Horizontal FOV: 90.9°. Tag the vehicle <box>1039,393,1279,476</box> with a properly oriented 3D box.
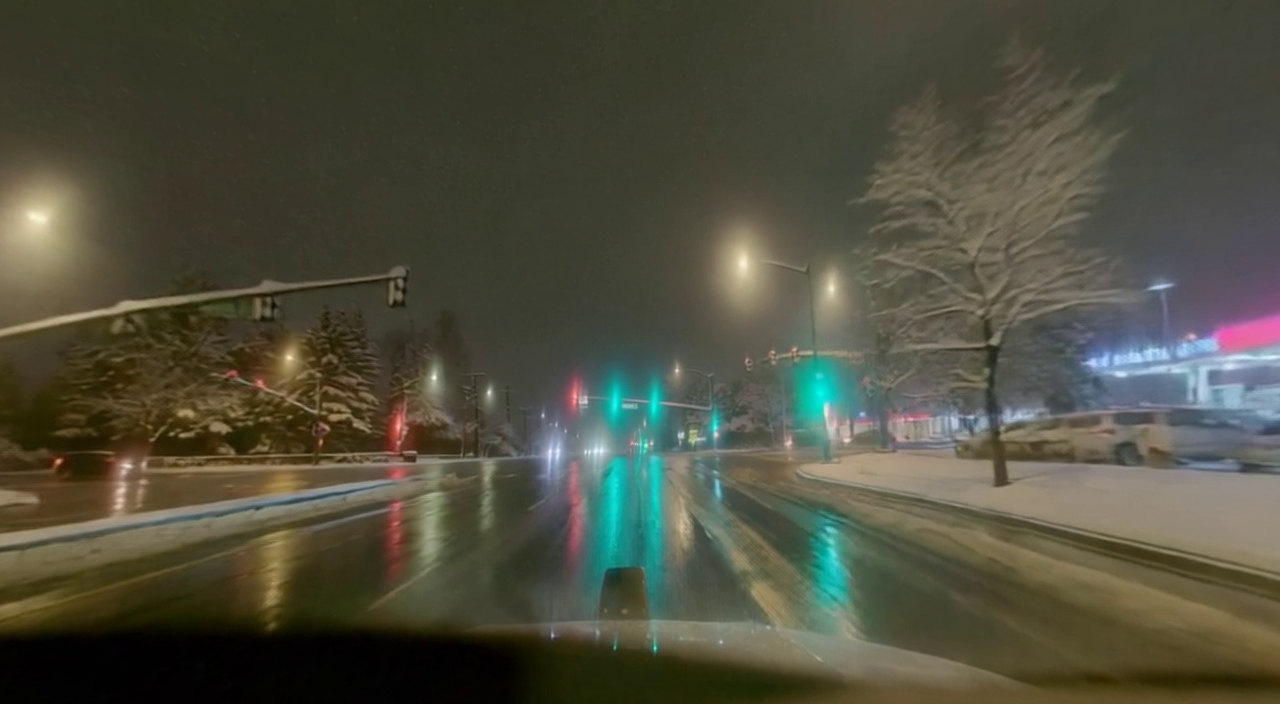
[{"bbox_3d":[13.391,2.169,16.409,4.454,1.990,2.124,-1,-8,7],"label":"vehicle"}]

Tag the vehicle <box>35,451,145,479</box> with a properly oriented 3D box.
[{"bbox_3d":[-34.150,7.006,39.259,4.774,1.672,1.936,1,-8,-6],"label":"vehicle"}]
